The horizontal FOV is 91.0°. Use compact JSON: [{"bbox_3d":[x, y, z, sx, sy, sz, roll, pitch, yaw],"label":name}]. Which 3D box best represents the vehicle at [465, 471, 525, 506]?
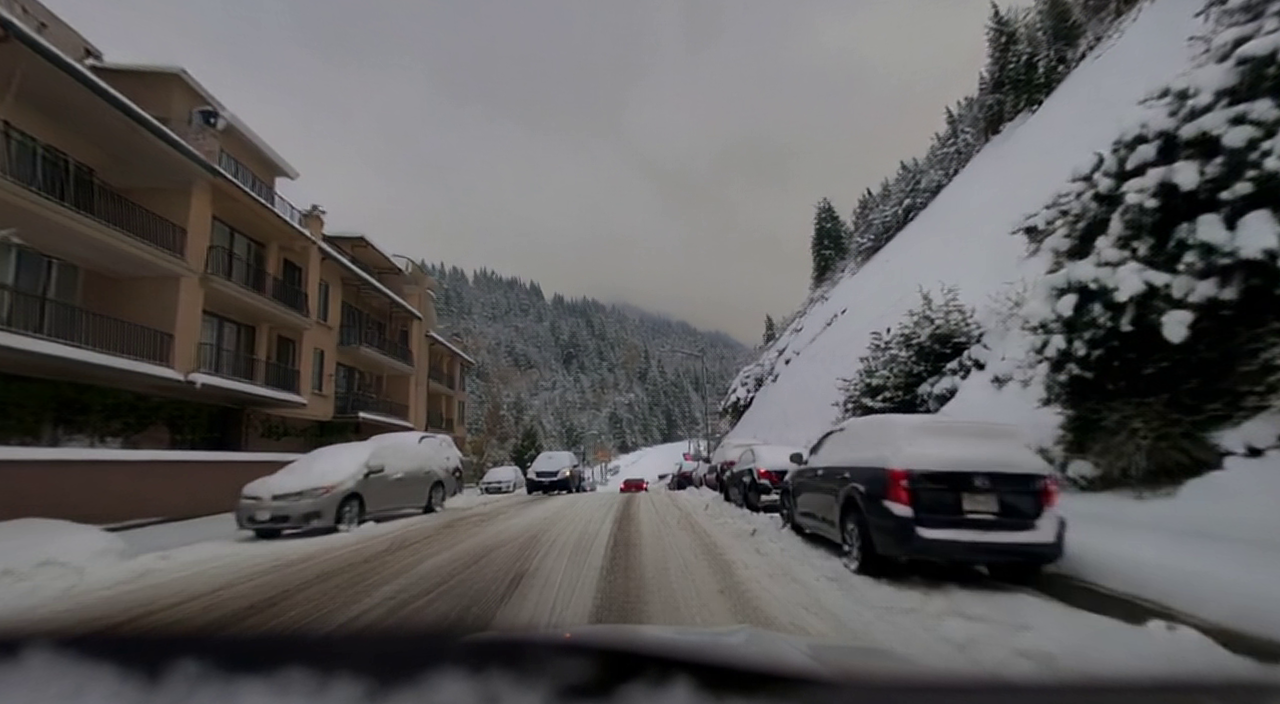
[{"bbox_3d":[-6.704,6.347,29.535,1.772,1.415,4.361,1,-10,0],"label":"vehicle"}]

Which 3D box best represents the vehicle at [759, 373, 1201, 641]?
[{"bbox_3d":[2.777,1.403,6.754,2.072,1.830,4.744,0,-8,0],"label":"vehicle"}]

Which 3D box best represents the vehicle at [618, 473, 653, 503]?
[{"bbox_3d":[-0.367,9.360,43.481,2.201,1.731,3.854,0,-8,-3],"label":"vehicle"}]

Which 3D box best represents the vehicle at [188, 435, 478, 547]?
[{"bbox_3d":[-4.874,2.231,10.926,1.856,1.474,4.522,-3,-9,17],"label":"vehicle"}]

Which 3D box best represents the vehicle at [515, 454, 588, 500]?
[{"bbox_3d":[-3.360,5.014,24.859,2.102,1.621,4.627,0,-13,1],"label":"vehicle"}]
